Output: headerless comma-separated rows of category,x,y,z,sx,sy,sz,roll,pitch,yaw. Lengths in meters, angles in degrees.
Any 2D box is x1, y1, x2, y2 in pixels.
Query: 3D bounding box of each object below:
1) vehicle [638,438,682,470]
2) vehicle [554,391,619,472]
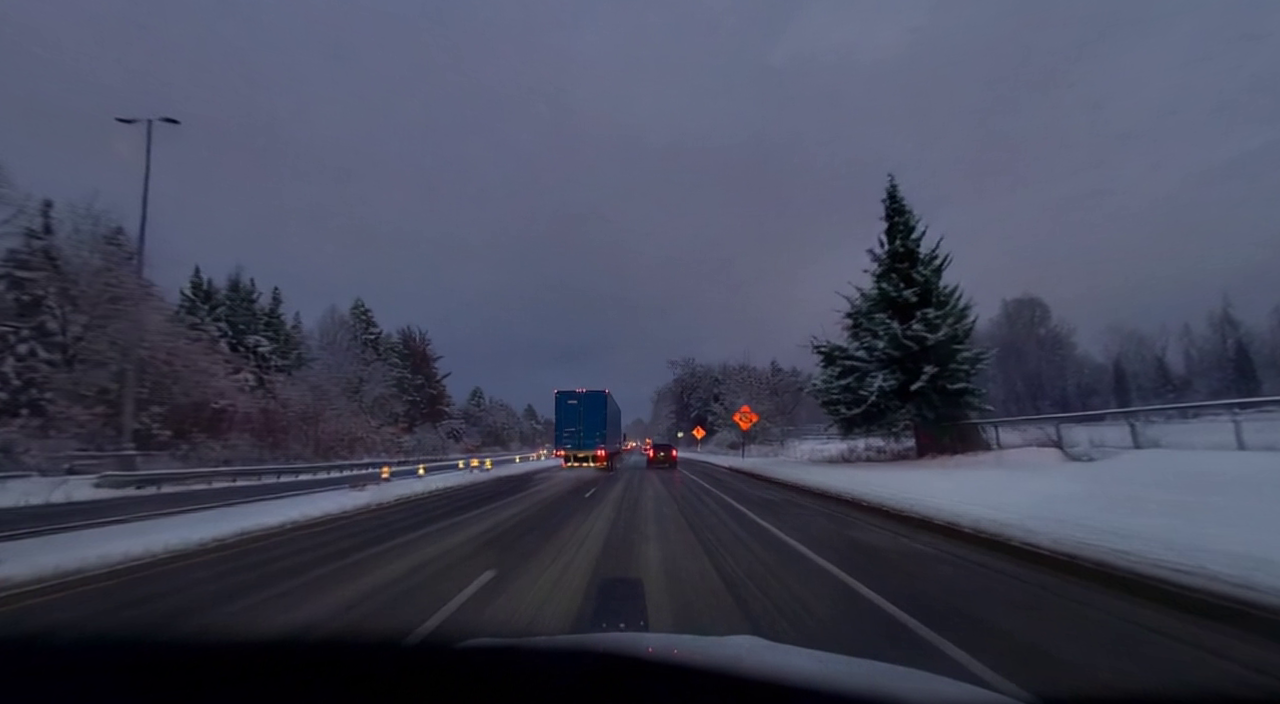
vehicle,1.079,5.782,35.817,2.304,1.675,4.462,0,-8,0
vehicle,-3.007,5.196,40.199,2.906,4.115,15.715,-1,-8,0
